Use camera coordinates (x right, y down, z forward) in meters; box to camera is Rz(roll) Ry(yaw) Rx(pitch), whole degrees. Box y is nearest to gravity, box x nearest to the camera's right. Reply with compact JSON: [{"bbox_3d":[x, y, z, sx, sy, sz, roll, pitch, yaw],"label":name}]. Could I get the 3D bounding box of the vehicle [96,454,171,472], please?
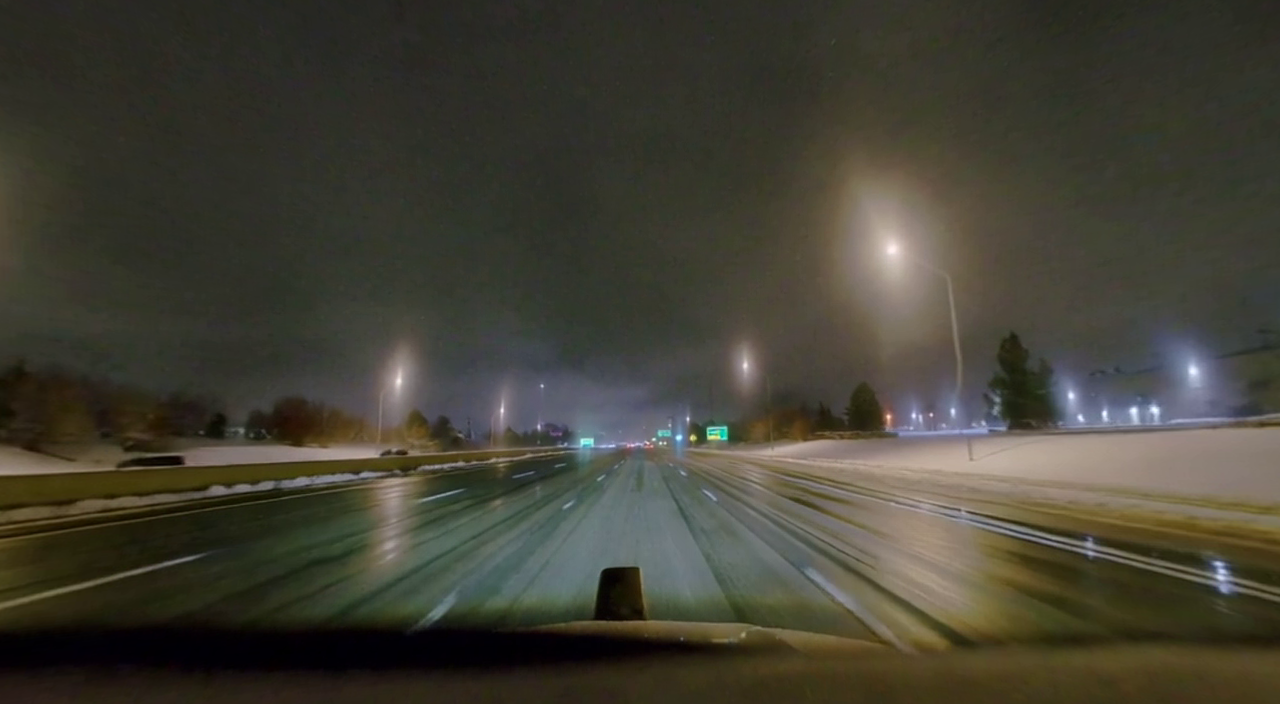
[{"bbox_3d":[-28.660,6.293,35.793,1.784,0.941,2.965,0,-8,0],"label":"vehicle"}]
